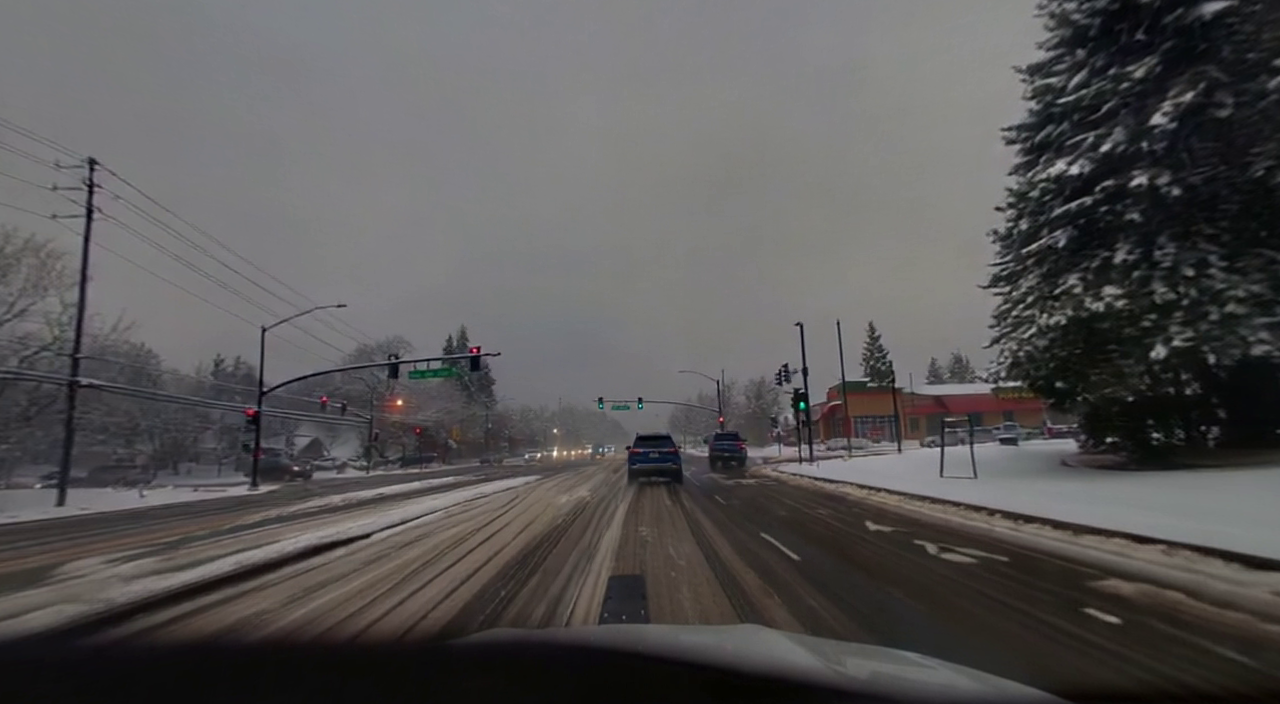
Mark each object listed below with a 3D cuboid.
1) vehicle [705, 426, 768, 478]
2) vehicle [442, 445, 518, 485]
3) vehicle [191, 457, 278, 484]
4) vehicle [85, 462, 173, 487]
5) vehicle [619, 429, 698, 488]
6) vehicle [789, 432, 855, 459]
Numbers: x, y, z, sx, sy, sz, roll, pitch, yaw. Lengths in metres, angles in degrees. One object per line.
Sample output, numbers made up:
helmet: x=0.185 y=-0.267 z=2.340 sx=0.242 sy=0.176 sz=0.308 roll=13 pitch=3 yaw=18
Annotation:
vehicle: x=4.319 y=4.597 z=29.203 sx=2.452 sy=2.148 sz=5.877 roll=-1 pitch=-9 yaw=5
vehicle: x=-6.495 y=4.626 z=26.169 sx=1.966 sy=1.461 sz=4.422 roll=0 pitch=-9 yaw=1
vehicle: x=-29.666 y=8.666 z=46.227 sx=4.890 sy=1.806 sz=2.205 roll=0 pitch=-9 yaw=2
vehicle: x=-37.694 y=9.031 z=46.591 sx=4.839 sy=1.742 sz=1.993 roll=-1 pitch=-8 yaw=4
vehicle: x=0.593 y=3.788 z=22.821 sx=2.513 sy=1.854 sz=5.235 roll=0 pitch=-9 yaw=0
vehicle: x=12.622 y=6.489 z=43.608 sx=4.386 sy=1.760 sz=2.228 roll=7 pitch=-11 yaw=-38
